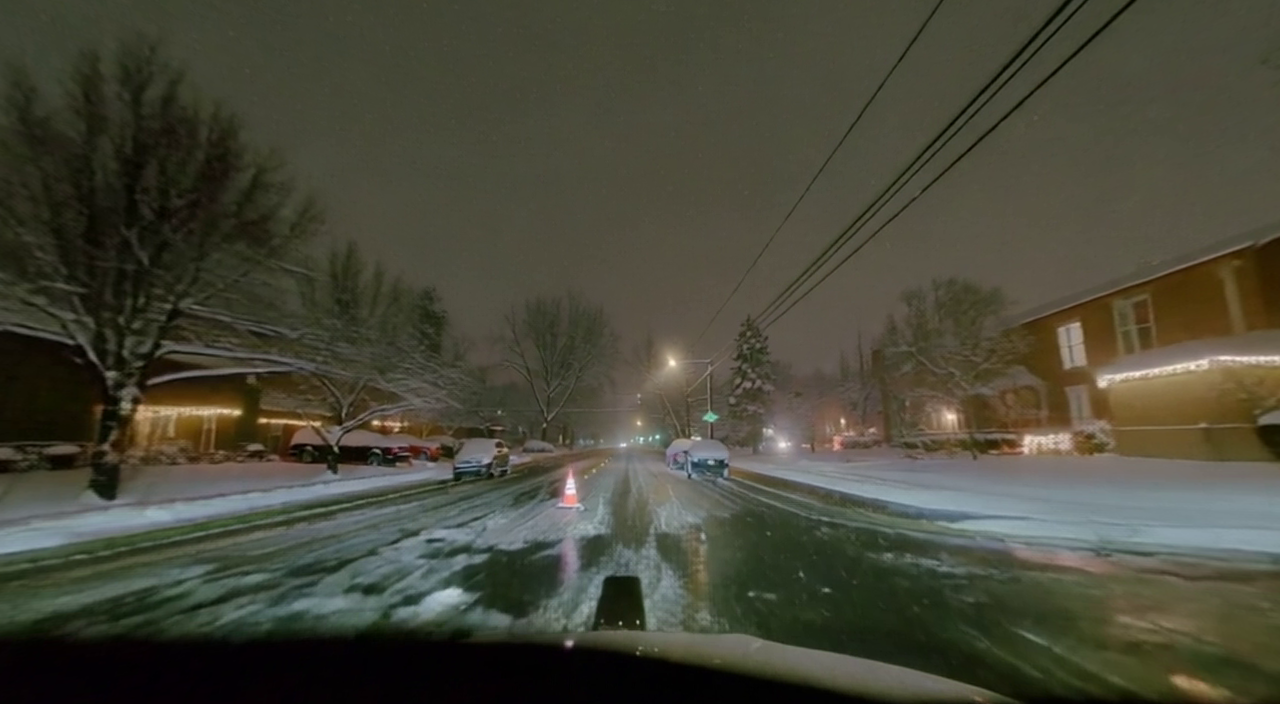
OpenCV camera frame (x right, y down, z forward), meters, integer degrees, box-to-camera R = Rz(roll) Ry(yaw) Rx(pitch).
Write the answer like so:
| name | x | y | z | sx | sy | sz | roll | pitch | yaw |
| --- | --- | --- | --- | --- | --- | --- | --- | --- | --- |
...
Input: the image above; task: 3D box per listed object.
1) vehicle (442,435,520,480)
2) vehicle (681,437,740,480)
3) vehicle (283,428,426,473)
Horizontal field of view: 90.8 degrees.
| name | x | y | z | sx | sy | sz | roll | pitch | yaw |
| --- | --- | --- | --- | --- | --- | --- | --- | --- | --- |
| vehicle | -7.353 | 4.983 | 29.852 | 2.266 | 1.877 | 5.167 | -1 | -9 | 1 |
| vehicle | 2.956 | 4.551 | 27.233 | 1.896 | 1.602 | 4.571 | 3 | -8 | -1 |
| vehicle | -15.450 | 5.378 | 34.557 | 6.526 | 2.046 | 2.522 | 3 | -8 | -2 |
